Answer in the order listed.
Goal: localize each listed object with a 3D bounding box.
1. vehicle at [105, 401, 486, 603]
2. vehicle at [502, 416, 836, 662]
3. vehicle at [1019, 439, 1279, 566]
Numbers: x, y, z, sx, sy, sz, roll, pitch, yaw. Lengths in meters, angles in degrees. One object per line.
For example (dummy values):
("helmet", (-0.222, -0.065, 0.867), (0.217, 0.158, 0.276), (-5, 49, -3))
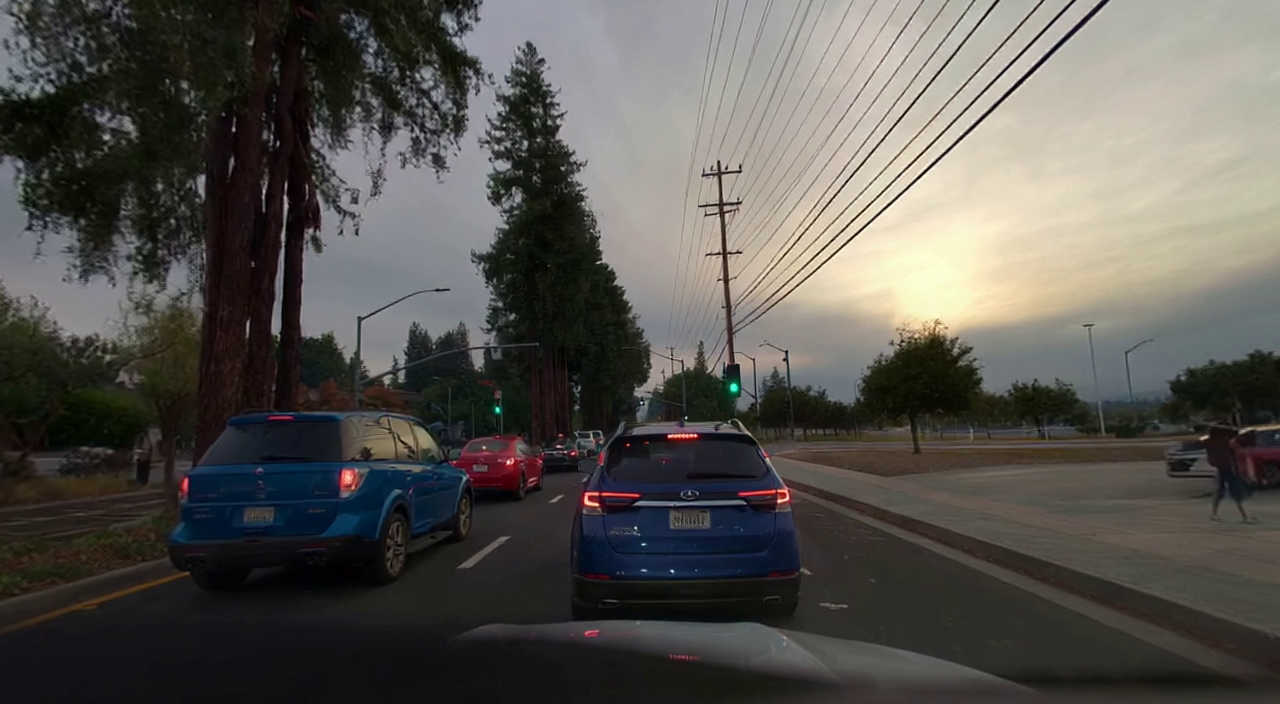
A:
("vehicle", (-3.481, 1.606, 7.633), (2.105, 1.706, 4.337), (0, -9, 0))
("vehicle", (0.110, 1.446, 5.962), (2.056, 1.487, 4.003), (0, -9, -2))
("vehicle", (8.385, 2.153, 9.921), (1.993, 1.508, 4.521), (0, -9, -1))
